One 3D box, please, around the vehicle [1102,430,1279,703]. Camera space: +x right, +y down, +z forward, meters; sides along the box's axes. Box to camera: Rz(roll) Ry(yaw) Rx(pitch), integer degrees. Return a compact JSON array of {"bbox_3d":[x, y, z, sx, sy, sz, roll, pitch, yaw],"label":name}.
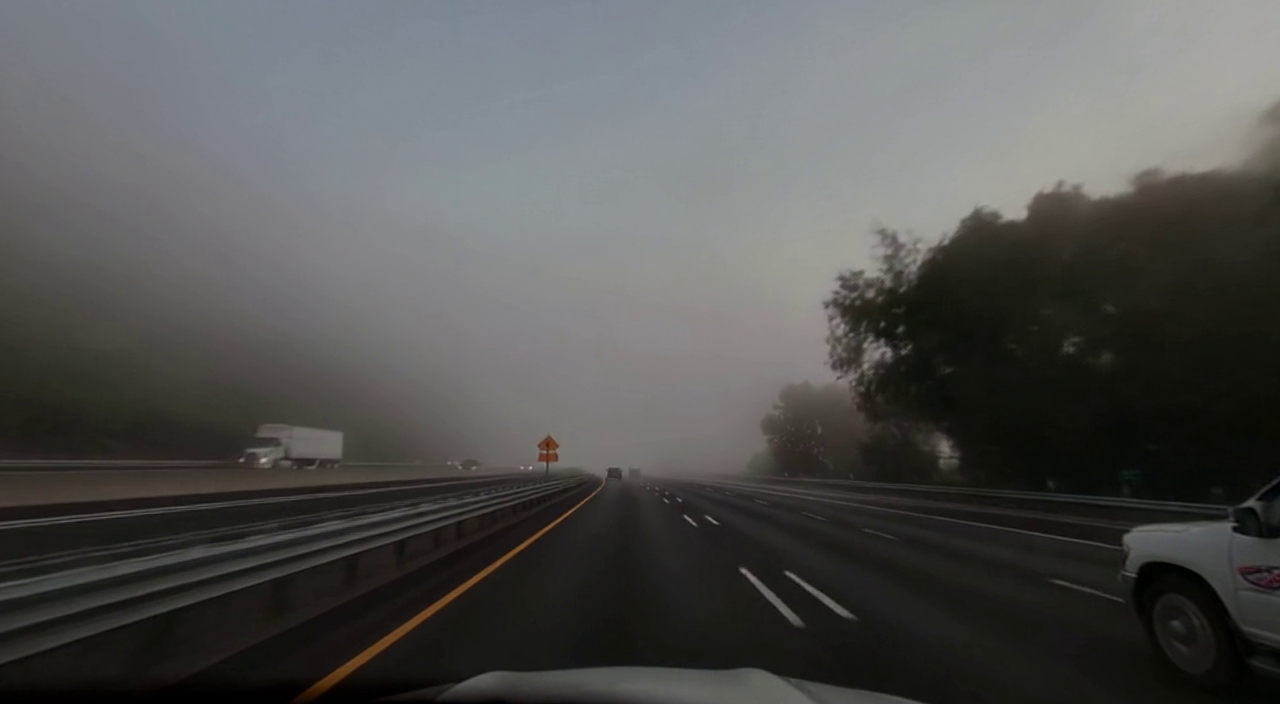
[{"bbox_3d":[4.127,0.938,1.877,1.965,1.502,4.599,1,-10,0],"label":"vehicle"}]
